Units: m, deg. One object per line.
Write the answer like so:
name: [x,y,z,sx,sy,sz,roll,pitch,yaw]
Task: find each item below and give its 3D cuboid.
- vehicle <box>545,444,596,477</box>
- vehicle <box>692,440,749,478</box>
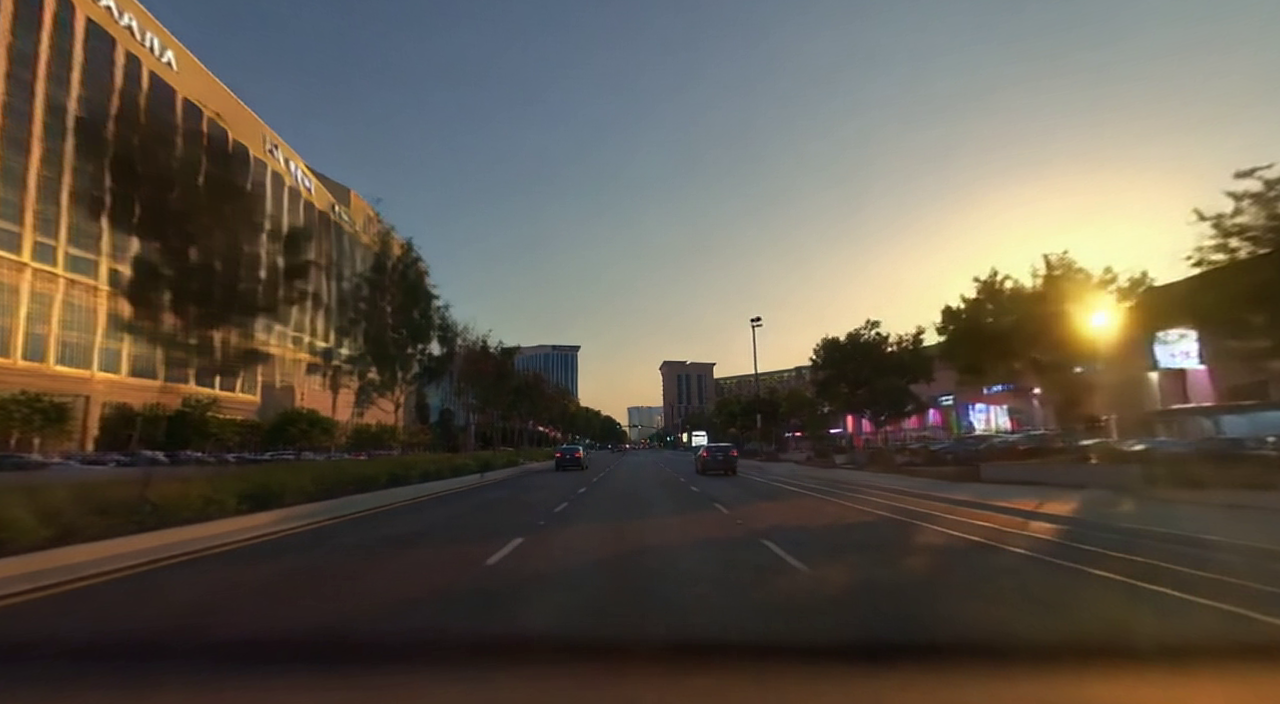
vehicle: [-3.316,5.245,30.702,2.005,1.477,4.169,0,-9,0]
vehicle: [3.899,5.263,31.282,2.083,1.743,4.354,0,-9,-2]
